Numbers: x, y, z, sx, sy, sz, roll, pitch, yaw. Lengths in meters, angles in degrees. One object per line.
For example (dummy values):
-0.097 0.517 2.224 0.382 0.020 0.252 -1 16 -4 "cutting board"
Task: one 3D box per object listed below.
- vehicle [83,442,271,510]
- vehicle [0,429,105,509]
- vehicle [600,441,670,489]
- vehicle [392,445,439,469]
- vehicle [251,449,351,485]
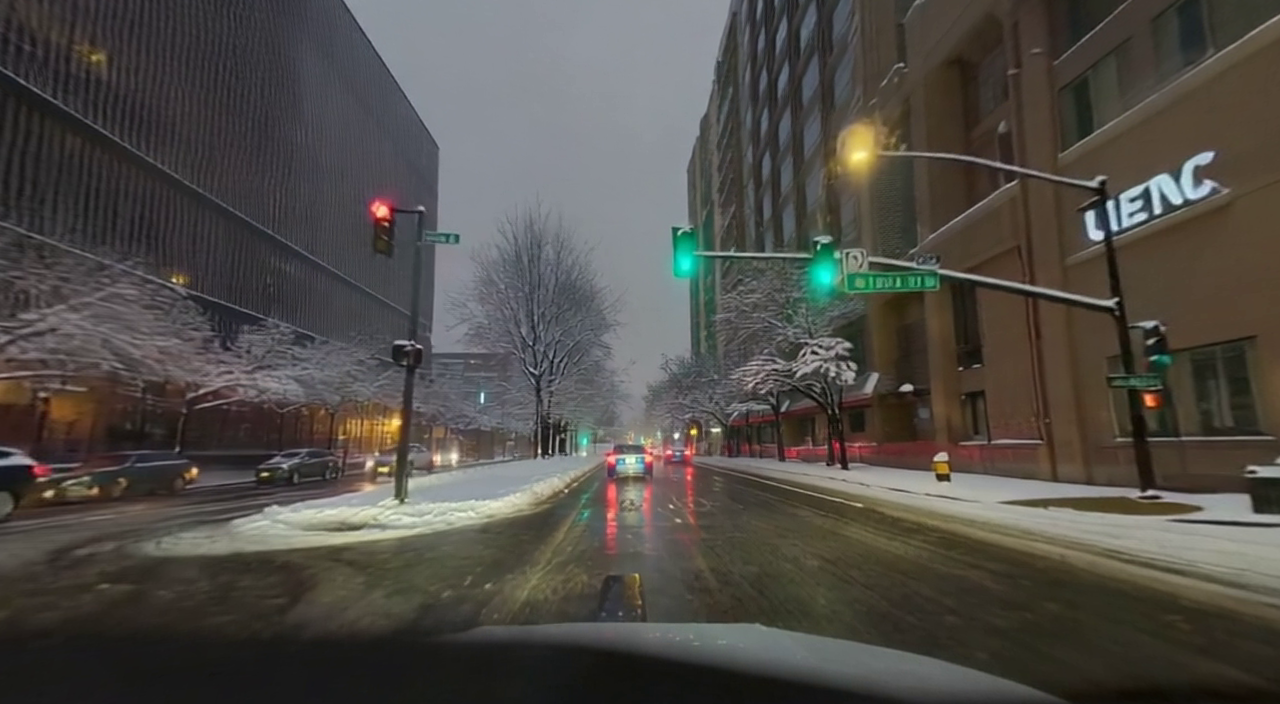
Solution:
-12.315 3.271 17.245 2.000 1.507 4.286 -2 -8 -2 "vehicle"
-15.663 2.774 14.800 2.119 1.815 4.795 -3 -8 -1 "vehicle"
-0.181 3.828 21.824 2.144 1.398 3.963 2 -8 -1 "vehicle"
-17.186 8.019 48.617 2.055 1.577 4.710 -4 -8 -2 "vehicle"
-16.215 5.506 30.618 2.017 1.315 5.374 -5 -8 -1 "vehicle"
